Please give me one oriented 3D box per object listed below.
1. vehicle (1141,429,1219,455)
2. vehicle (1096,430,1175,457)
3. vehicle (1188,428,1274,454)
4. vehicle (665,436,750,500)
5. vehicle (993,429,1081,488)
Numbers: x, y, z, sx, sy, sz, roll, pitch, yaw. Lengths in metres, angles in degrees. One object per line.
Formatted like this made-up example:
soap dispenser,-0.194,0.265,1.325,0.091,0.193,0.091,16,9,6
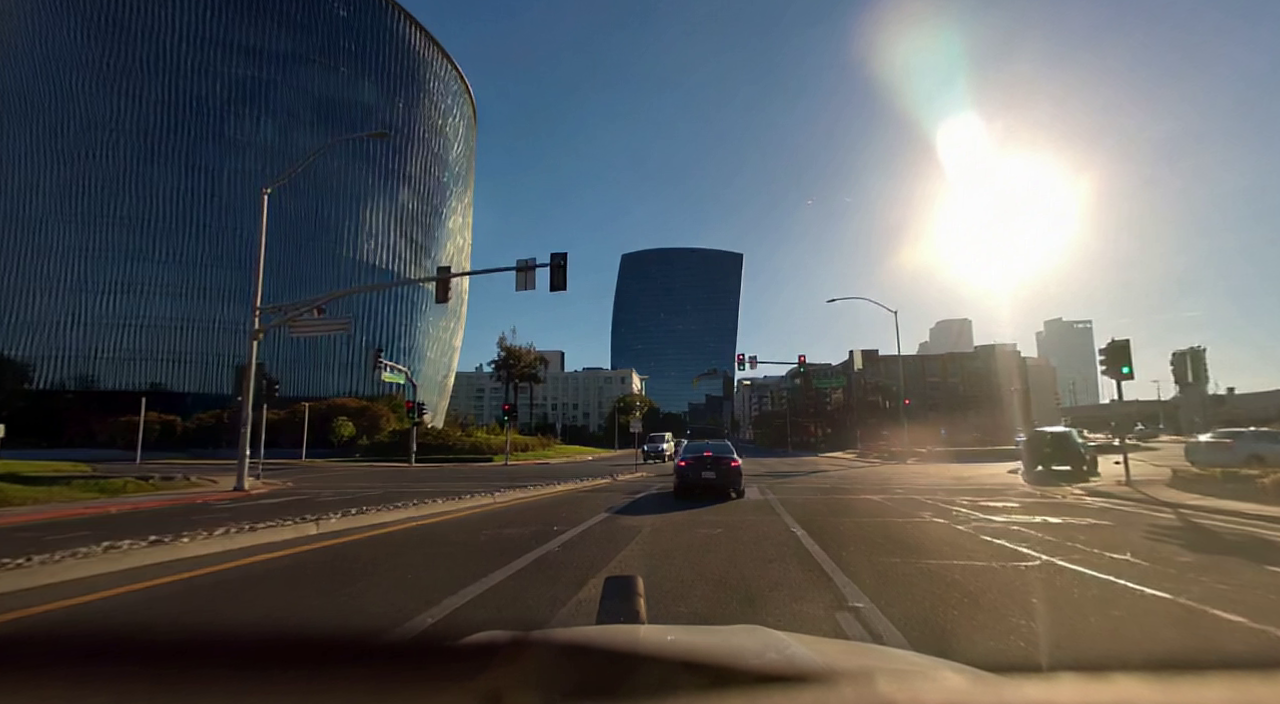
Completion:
vehicle,32.366,5.445,37.885,1.816,1.476,3.652,-1,-9,10
vehicle,30.123,5.611,38.449,1.864,1.519,4.317,-1,-9,11
vehicle,34.835,5.288,37.263,1.743,1.472,3.772,-1,-9,9
vehicle,1.988,3.126,17.411,2.014,1.525,4.197,-1,-9,10
vehicle,13.524,3.633,21.751,2.174,1.749,4.739,-5,-10,28
